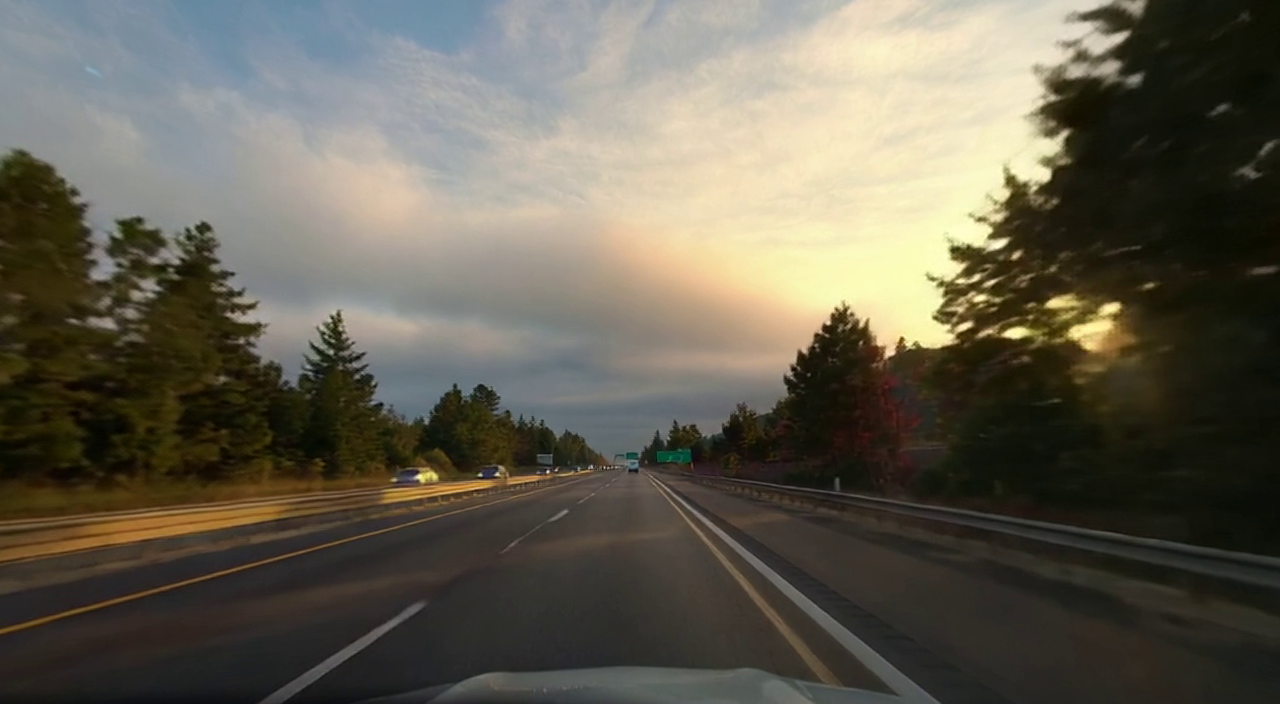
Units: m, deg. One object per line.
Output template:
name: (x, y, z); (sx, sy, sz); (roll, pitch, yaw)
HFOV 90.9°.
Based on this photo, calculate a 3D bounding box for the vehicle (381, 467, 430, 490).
vehicle: (-16.887, 9.144, 45.557); (1.867, 1.516, 4.304); (0, -11, 1)
